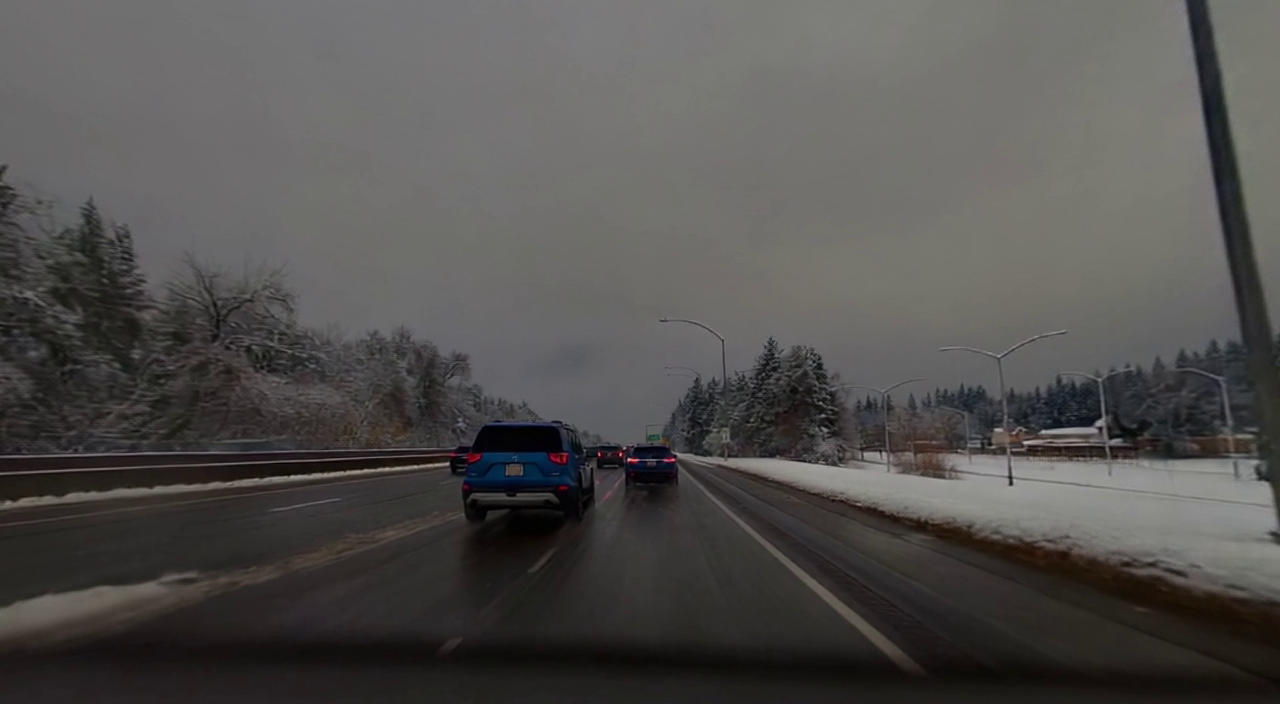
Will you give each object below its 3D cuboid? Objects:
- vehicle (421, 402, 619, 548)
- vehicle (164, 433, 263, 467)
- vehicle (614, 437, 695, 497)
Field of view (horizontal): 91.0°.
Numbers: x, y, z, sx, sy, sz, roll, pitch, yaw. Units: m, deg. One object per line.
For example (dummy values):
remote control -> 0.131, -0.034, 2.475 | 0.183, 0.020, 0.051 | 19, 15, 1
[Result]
vehicle -> -1.561, 1.842, 9.957 | 2.123, 1.798, 4.108 | 0, -9, 3
vehicle -> -30.738, 7.105, 45.752 | 2.256, 2.318, 6.501 | -1, -9, 4
vehicle -> 0.436, 3.229, 18.031 | 2.068, 1.488, 4.045 | 0, -9, 2
